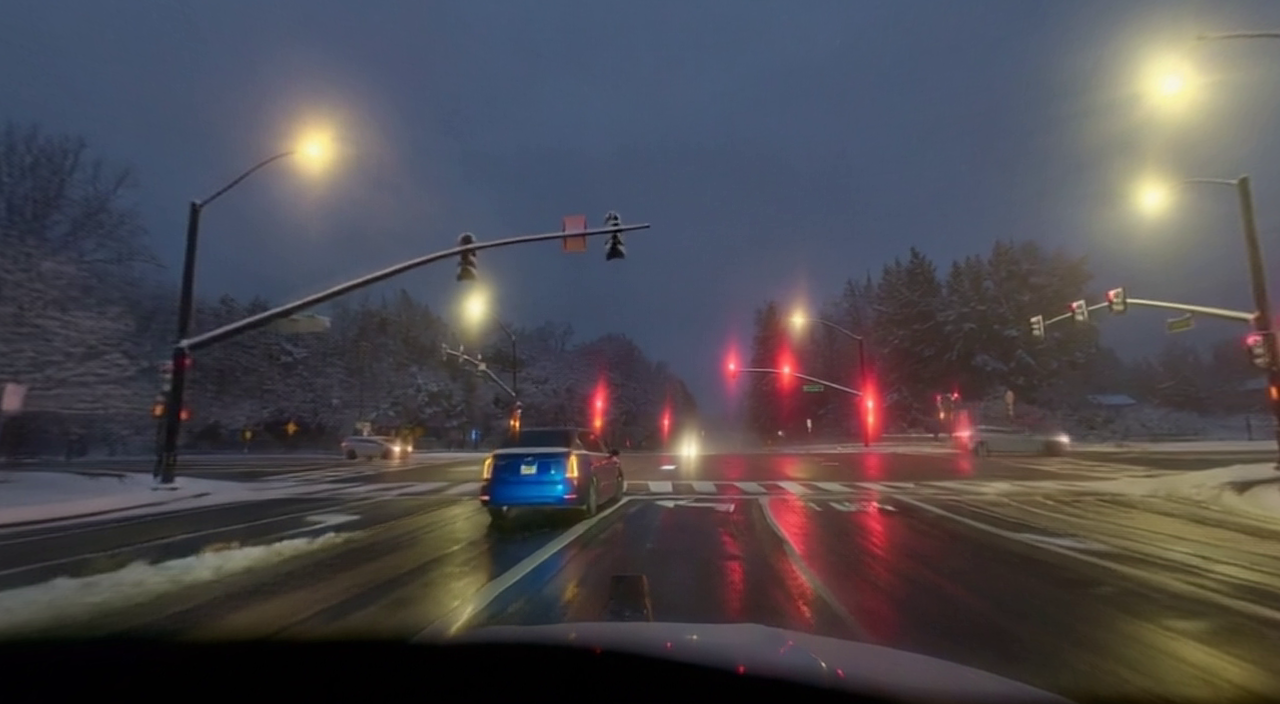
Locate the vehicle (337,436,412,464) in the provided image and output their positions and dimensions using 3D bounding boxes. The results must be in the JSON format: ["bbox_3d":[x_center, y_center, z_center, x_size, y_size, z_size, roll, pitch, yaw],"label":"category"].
[{"bbox_3d":[-16.608,6.144,39.485,3.952,1.568,1.788,-3,-7,10],"label":"vehicle"}]

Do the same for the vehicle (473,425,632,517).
[{"bbox_3d":[-1.580,2.376,13.089,2.055,1.573,4.065,-2,-9,10],"label":"vehicle"}]

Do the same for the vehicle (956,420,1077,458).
[{"bbox_3d":[17.587,4.116,29.658,4.406,1.661,1.857,-2,-9,11],"label":"vehicle"}]
